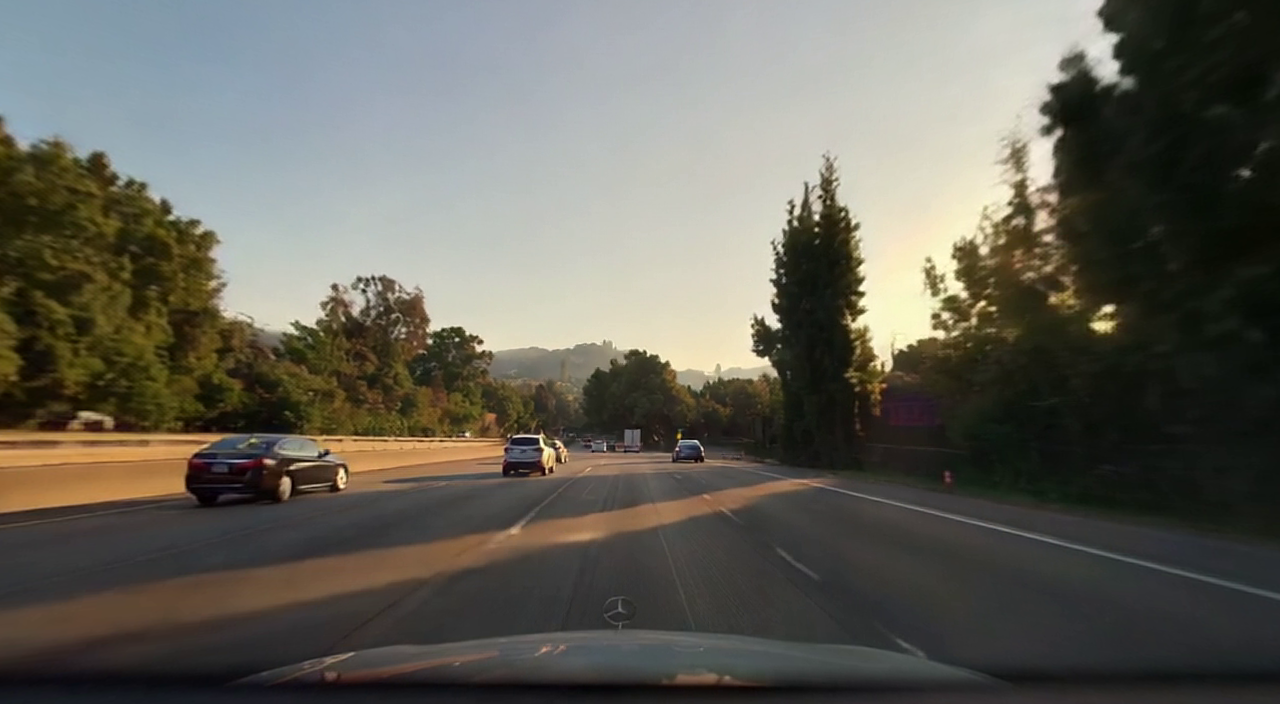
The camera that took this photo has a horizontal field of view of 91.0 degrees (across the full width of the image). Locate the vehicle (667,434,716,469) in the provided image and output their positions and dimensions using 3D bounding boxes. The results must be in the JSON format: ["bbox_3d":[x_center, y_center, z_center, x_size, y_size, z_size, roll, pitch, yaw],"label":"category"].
[{"bbox_3d":[2.642,5.210,33.173,2.053,1.698,4.097,0,-8,-2],"label":"vehicle"}]

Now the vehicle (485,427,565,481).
[{"bbox_3d":[-3.911,3.566,22.206,2.002,1.680,4.301,0,-8,0],"label":"vehicle"}]

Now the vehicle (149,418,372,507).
[{"bbox_3d":[-8.323,2.478,14.502,2.237,1.703,4.681,0,-8,-1],"label":"vehicle"}]

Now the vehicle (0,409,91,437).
[{"bbox_3d":[-34.986,4.228,37.003,1.683,1.458,4.062,0,-8,1],"label":"vehicle"}]
